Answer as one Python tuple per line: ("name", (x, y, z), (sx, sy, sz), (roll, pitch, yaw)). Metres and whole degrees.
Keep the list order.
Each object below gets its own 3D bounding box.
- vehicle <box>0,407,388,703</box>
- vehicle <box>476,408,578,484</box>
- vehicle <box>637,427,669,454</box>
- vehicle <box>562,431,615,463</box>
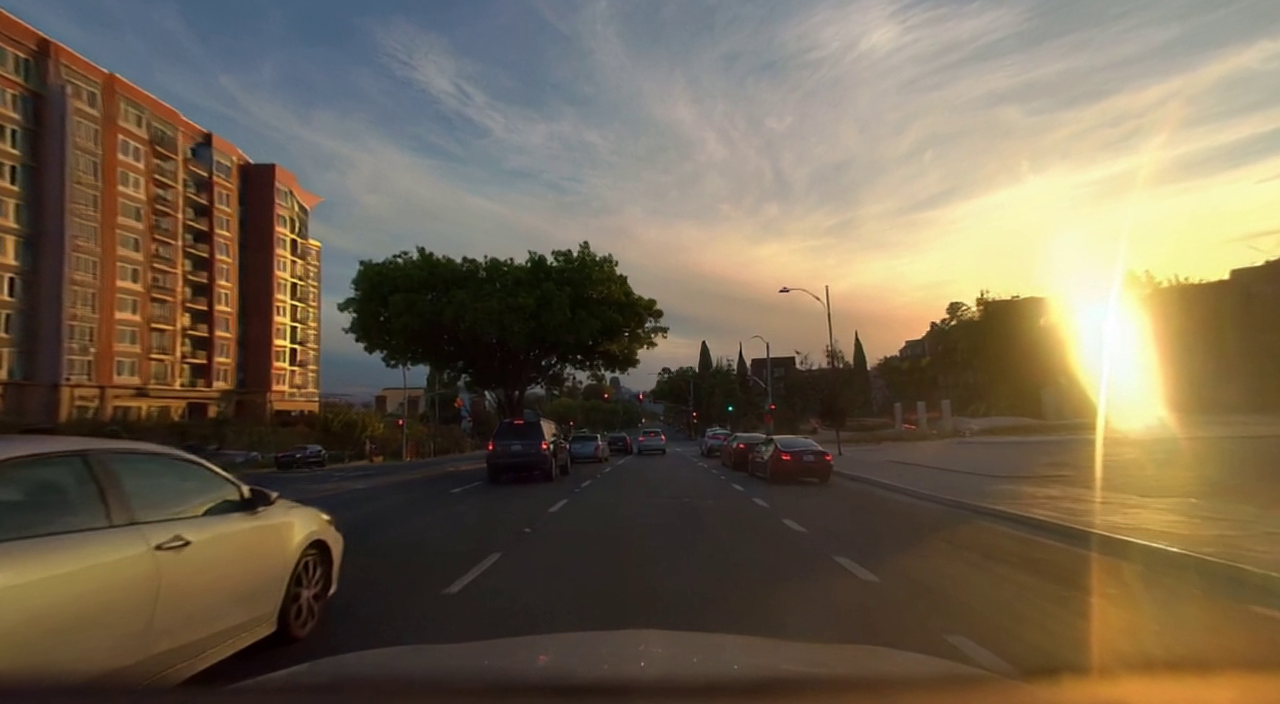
("vehicle", (-2.849, 0.960, 2.464), (1.959, 1.406, 4.272), (0, -8, 0))
("vehicle", (-3.250, 2.815, 19.147), (2.152, 1.987, 4.527), (-1, -8, 1))
("vehicle", (0.902, 6.287, 44.922), (2.194, 1.779, 3.996), (-1, -8, 0))
("vehicle", (-2.508, 4.736, 31.580), (2.246, 1.481, 4.146), (-1, -8, 1))
